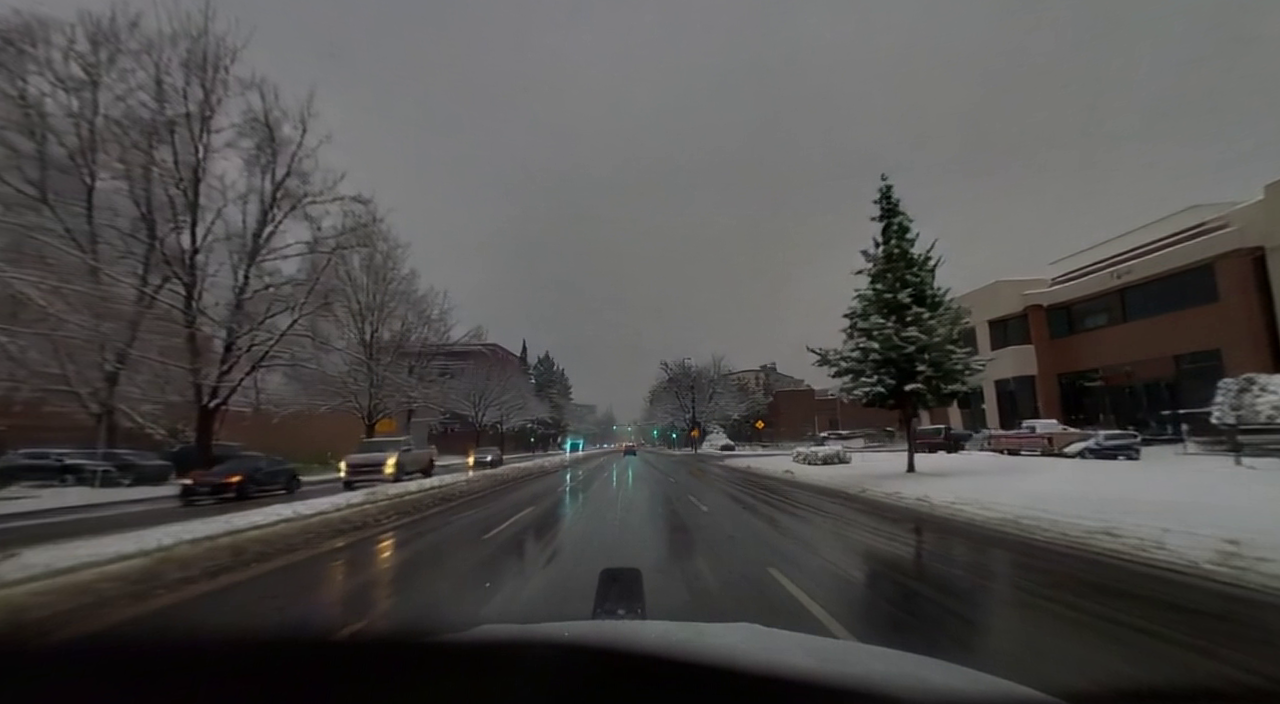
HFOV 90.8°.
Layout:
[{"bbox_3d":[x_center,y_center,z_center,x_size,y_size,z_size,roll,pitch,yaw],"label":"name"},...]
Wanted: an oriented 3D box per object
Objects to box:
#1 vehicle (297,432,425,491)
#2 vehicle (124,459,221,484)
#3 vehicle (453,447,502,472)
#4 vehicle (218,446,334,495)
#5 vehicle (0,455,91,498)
[{"bbox_3d":[-10.456,4.159,24.349,2.197,1.961,5.695,0,-9,1],"label":"vehicle"},{"bbox_3d":[-29.226,7.474,39.569,4.489,1.442,1.956,0,-8,-1],"label":"vehicle"},{"bbox_3d":[-10.264,6.830,40.340,1.878,1.465,4.360,0,-9,1],"label":"vehicle"},{"bbox_3d":[-13.756,4.455,24.217,1.918,1.679,4.213,0,-9,0],"label":"vehicle"},{"bbox_3d":[-27.181,5.431,27.616,1.849,1.724,4.516,-3,-9,9],"label":"vehicle"}]
